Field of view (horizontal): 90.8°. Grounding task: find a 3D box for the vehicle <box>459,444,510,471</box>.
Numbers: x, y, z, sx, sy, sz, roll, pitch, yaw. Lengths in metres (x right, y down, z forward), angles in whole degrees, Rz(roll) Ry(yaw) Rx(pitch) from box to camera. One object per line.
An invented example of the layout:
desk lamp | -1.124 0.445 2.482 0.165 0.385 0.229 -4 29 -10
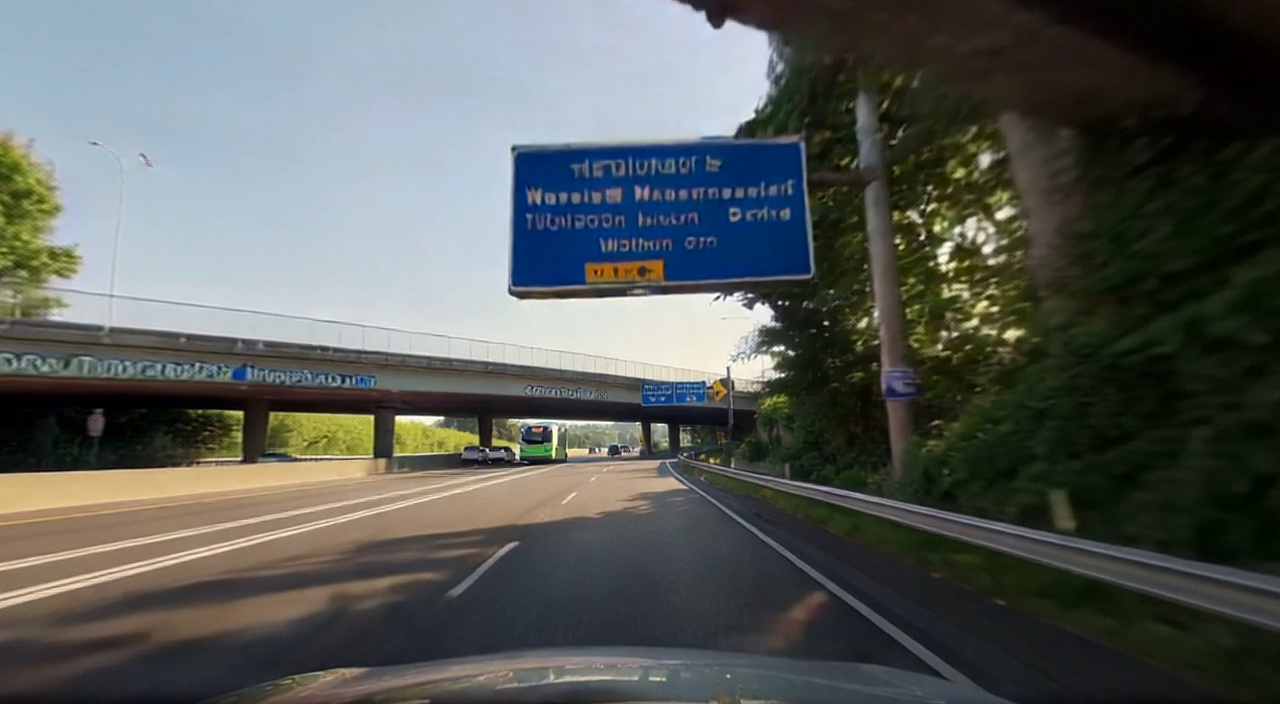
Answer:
vehicle | -9.671 6.597 39.656 1.979 1.600 4.516 0 -8 1

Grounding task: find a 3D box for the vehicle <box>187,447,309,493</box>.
vehicle | -13.881 4.152 22.645 1.878 1.470 3.825 0 -8 0
